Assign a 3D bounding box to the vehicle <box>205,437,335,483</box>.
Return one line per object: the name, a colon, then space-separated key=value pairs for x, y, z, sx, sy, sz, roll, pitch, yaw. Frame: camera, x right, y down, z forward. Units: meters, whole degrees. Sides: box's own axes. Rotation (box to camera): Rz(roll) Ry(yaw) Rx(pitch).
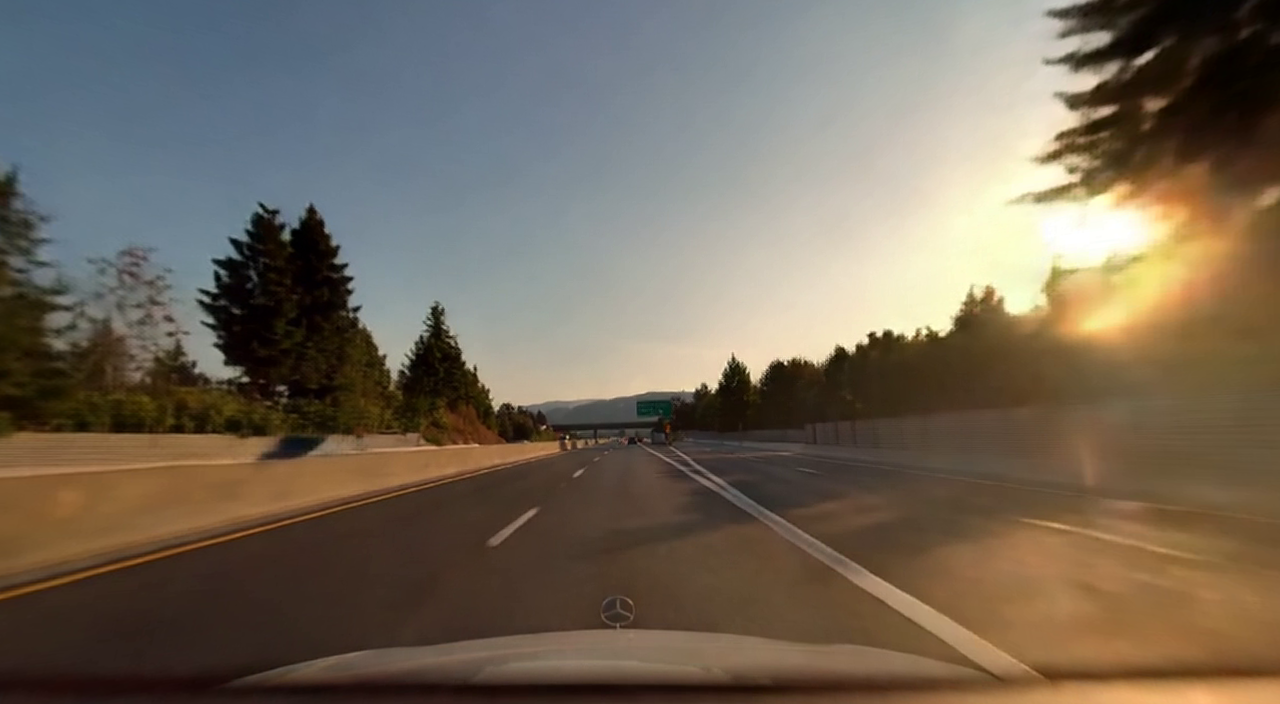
vehicle: x=-13.163 y=3.823 z=22.827 sx=1.966 sy=1.437 sz=4.663 roll=1 pitch=-8 yaw=-1
